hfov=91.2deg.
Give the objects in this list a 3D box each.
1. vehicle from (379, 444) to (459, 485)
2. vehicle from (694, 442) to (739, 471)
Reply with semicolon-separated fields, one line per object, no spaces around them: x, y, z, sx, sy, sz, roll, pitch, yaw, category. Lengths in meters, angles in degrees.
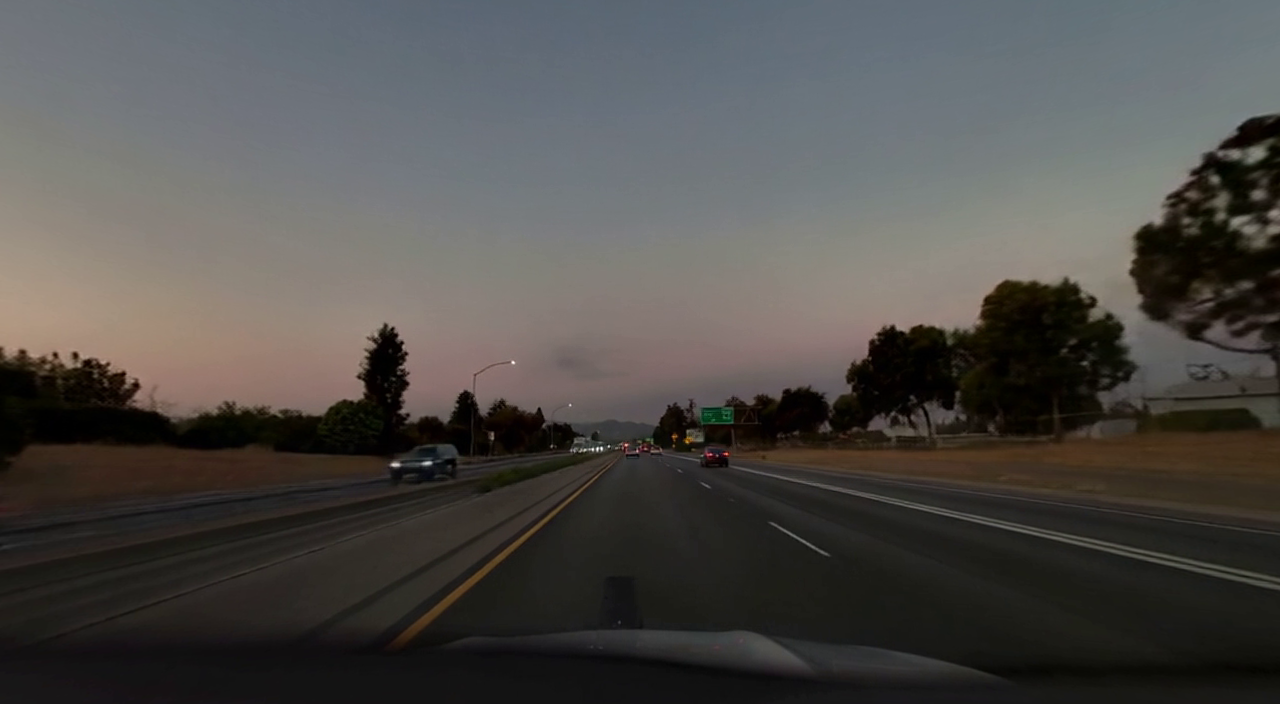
-9.667;4.939;27.796;1.995;1.655;4.268;0;-9;0;vehicle
4.152;5.721;34.470;1.917;1.488;3.693;0;-9;-1;vehicle
